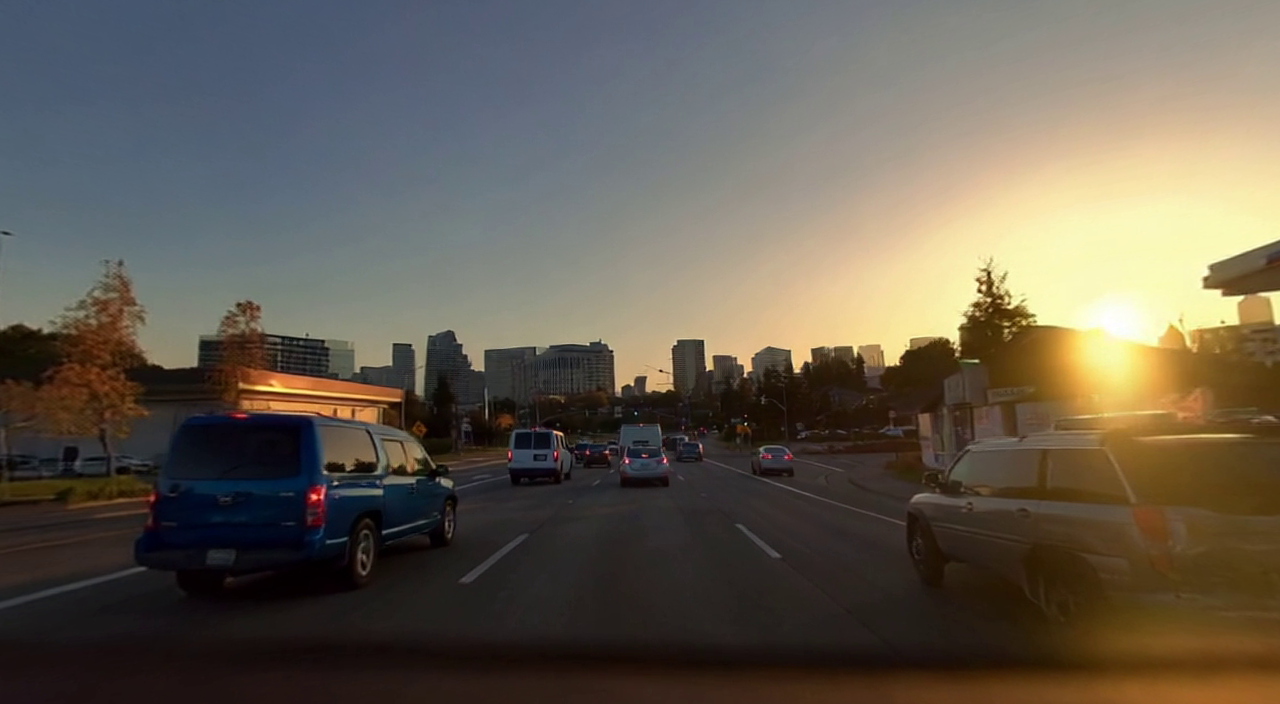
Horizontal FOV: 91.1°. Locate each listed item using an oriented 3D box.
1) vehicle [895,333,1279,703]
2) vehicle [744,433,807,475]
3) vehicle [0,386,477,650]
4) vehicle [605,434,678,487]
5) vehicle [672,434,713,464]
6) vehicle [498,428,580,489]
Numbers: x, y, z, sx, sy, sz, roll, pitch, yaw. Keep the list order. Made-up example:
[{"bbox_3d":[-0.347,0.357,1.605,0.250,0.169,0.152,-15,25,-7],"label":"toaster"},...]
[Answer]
[{"bbox_3d":[3.598,1.032,3.866,2.055,1.786,4.817,0,-8,1],"label":"vehicle"},{"bbox_3d":[6.012,4.594,28.487,2.119,1.696,4.623,-1,-8,4],"label":"vehicle"},{"bbox_3d":[-3.515,1.482,6.846,2.002,1.747,5.173,0,-8,1],"label":"vehicle"},{"bbox_3d":[0.068,3.999,23.579,2.426,1.703,5.602,0,-8,1],"label":"vehicle"},{"bbox_3d":[3.316,6.311,40.817,2.193,1.795,5.130,0,-8,0],"label":"vehicle"},{"bbox_3d":[-3.469,3.769,22.630,2.025,1.936,4.995,0,-8,1],"label":"vehicle"}]
